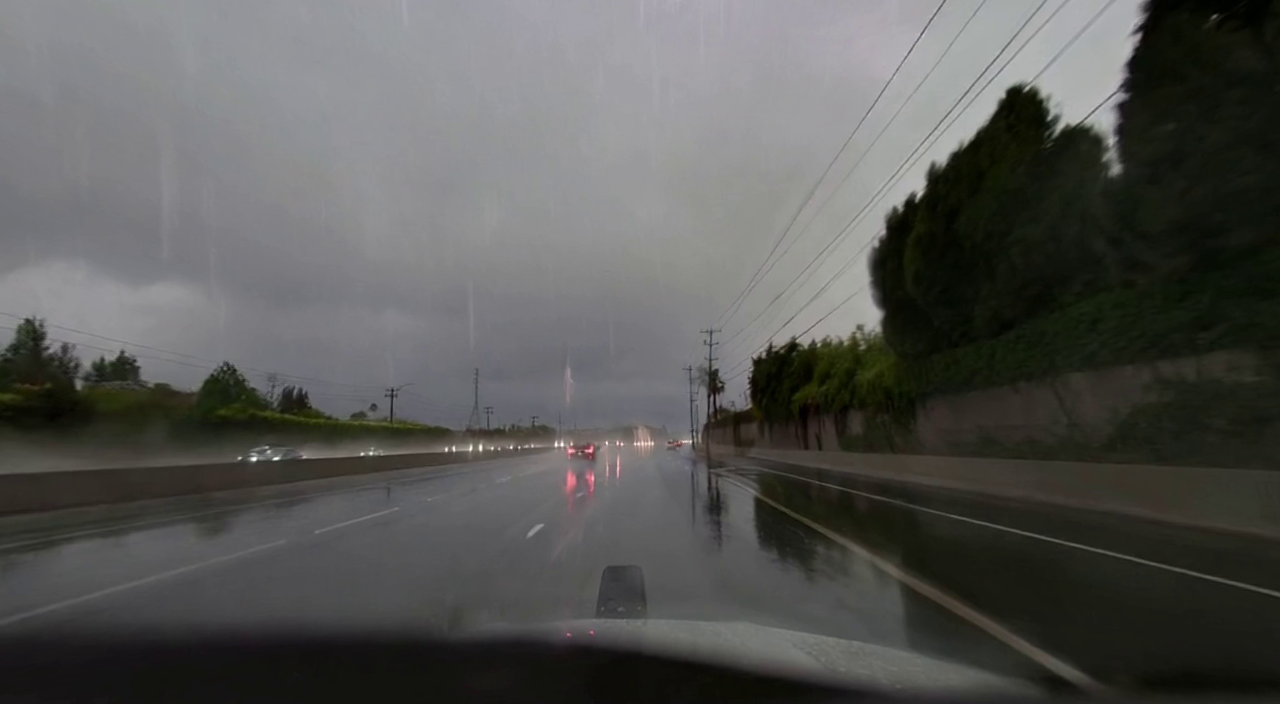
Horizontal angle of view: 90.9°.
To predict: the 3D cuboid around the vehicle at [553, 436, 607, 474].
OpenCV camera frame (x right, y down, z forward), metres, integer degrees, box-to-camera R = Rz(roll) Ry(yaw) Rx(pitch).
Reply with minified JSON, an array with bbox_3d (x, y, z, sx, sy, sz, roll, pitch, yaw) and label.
[{"bbox_3d":[-2.699,4.747,29.334,2.029,1.609,3.935,0,-8,2],"label":"vehicle"}]
